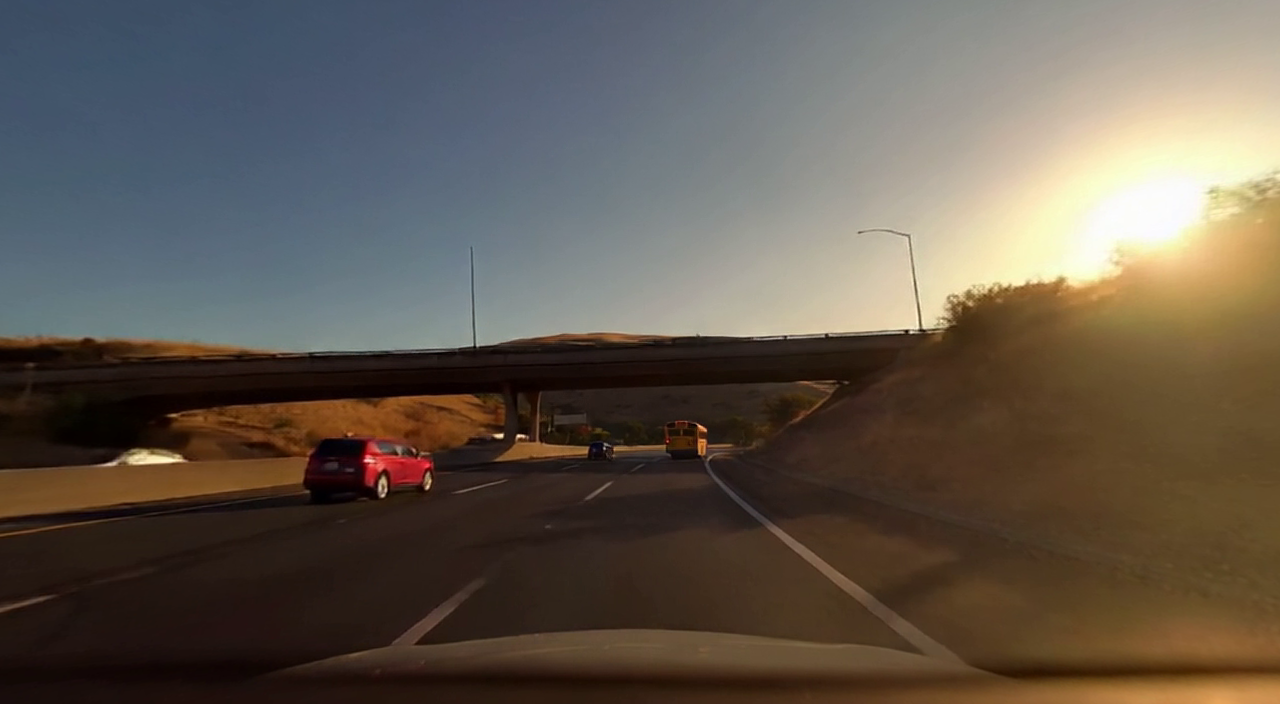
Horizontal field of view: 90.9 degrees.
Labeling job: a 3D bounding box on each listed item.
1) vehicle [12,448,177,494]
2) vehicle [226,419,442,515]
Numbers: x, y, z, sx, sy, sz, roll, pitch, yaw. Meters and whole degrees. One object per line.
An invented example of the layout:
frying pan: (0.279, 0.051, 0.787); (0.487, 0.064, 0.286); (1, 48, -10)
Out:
vehicle: (-19.809, 4.294, 23.237); (1.885, 1.458, 4.506); (0, -8, 3)
vehicle: (-6.206, 2.382, 13.603); (2.172, 1.689, 4.625); (0, -8, 2)
